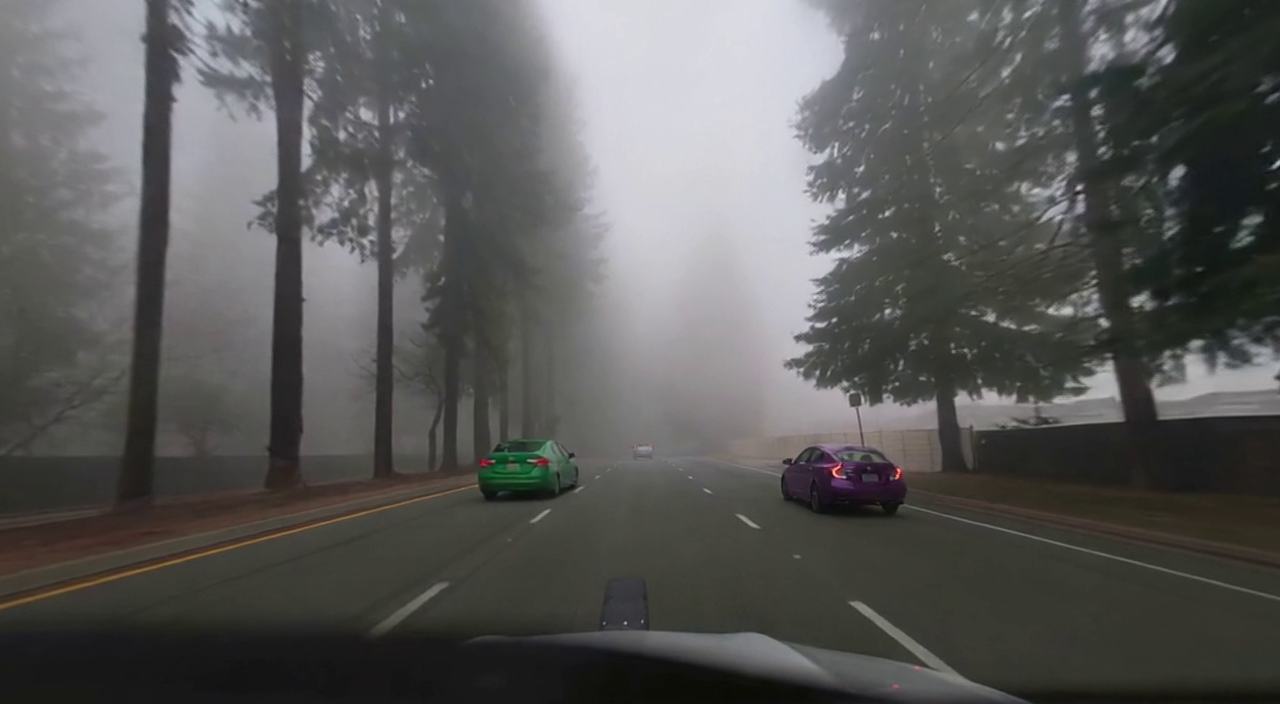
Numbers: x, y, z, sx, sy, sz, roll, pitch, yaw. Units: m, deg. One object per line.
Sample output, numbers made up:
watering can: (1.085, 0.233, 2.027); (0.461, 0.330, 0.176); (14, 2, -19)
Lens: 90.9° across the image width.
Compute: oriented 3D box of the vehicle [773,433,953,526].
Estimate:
vehicle: (4.162, 2.418, 12.694); (1.943, 1.471, 4.515); (-1, -8, 0)

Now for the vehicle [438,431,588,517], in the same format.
vehicle: (-2.548, 2.586, 14.008); (2.206, 1.525, 4.695); (-1, -8, 2)
